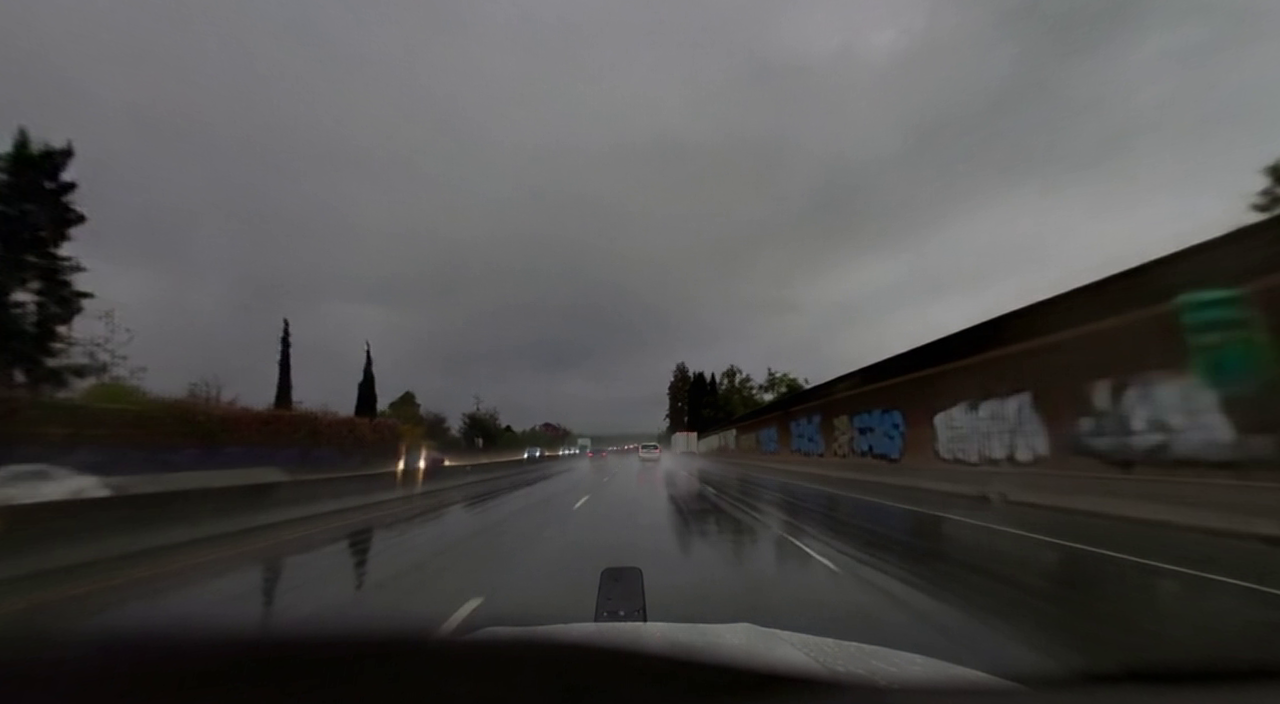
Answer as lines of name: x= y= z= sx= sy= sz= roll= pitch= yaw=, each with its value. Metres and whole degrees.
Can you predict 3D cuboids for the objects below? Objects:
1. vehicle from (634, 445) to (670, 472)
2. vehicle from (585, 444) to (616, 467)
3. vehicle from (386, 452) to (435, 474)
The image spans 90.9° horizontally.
vehicle: x=0.661 y=6.282 z=37.216 sx=2.009 sy=1.506 sz=4.091 roll=0 pitch=-9 yaw=0
vehicle: x=-2.971 y=7.937 z=48.500 sx=2.095 sy=1.671 sz=4.193 roll=0 pitch=-9 yaw=0
vehicle: x=-16.346 y=7.903 z=45.116 sx=1.884 sy=1.462 sz=4.122 roll=0 pitch=-9 yaw=0
